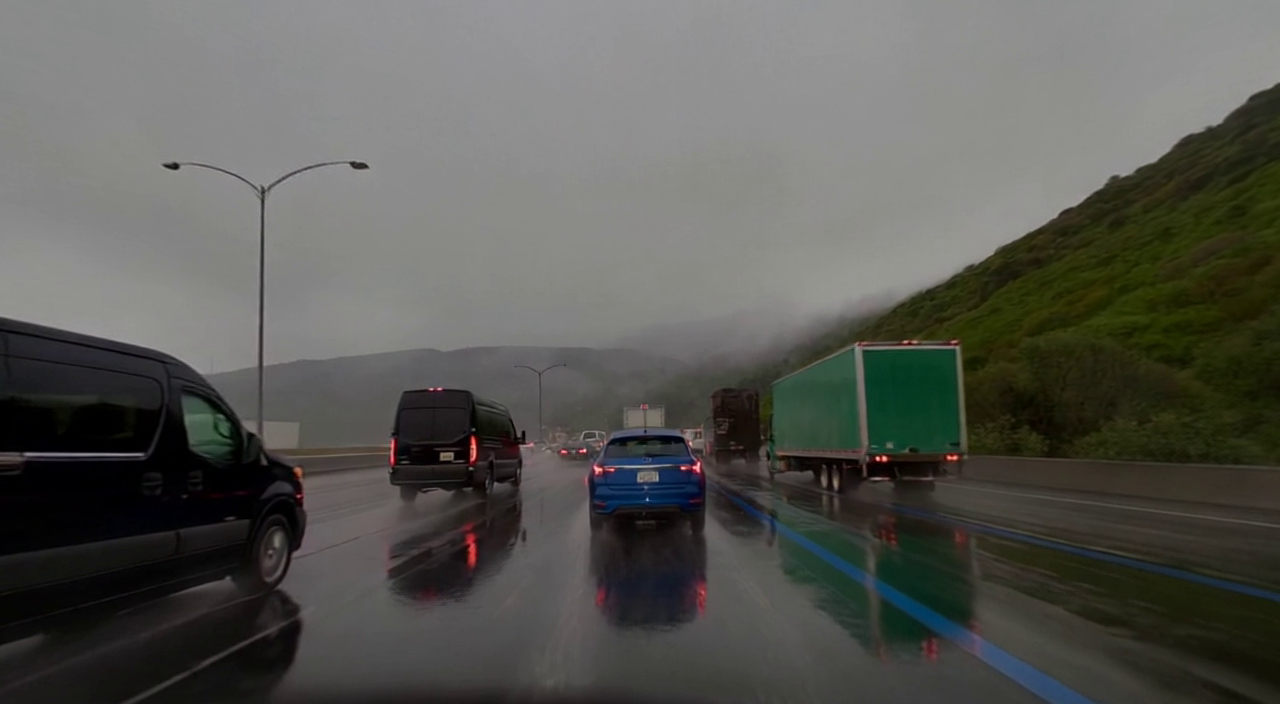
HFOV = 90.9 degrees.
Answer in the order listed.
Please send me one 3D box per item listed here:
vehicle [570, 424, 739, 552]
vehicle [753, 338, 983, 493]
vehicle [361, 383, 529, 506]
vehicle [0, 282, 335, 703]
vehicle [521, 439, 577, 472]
[{"bbox_3d":[0.126,1.914,9.532,2.003,1.499,3.930,0,-8,-1],"label":"vehicle"},{"bbox_3d":[6.736,2.382,21.485,2.977,3.878,11.111,0,-8,-4],"label":"vehicle"},{"bbox_3d":[-4.530,2.324,15.942,2.300,2.522,5.701,-1,-8,1],"label":"vehicle"},{"bbox_3d":[-4.252,0.795,3.649,2.195,2.086,5.445,0,-8,0],"label":"vehicle"},{"bbox_3d":[-4.302,4.958,30.449,2.007,1.457,4.447,0,-8,1],"label":"vehicle"}]
